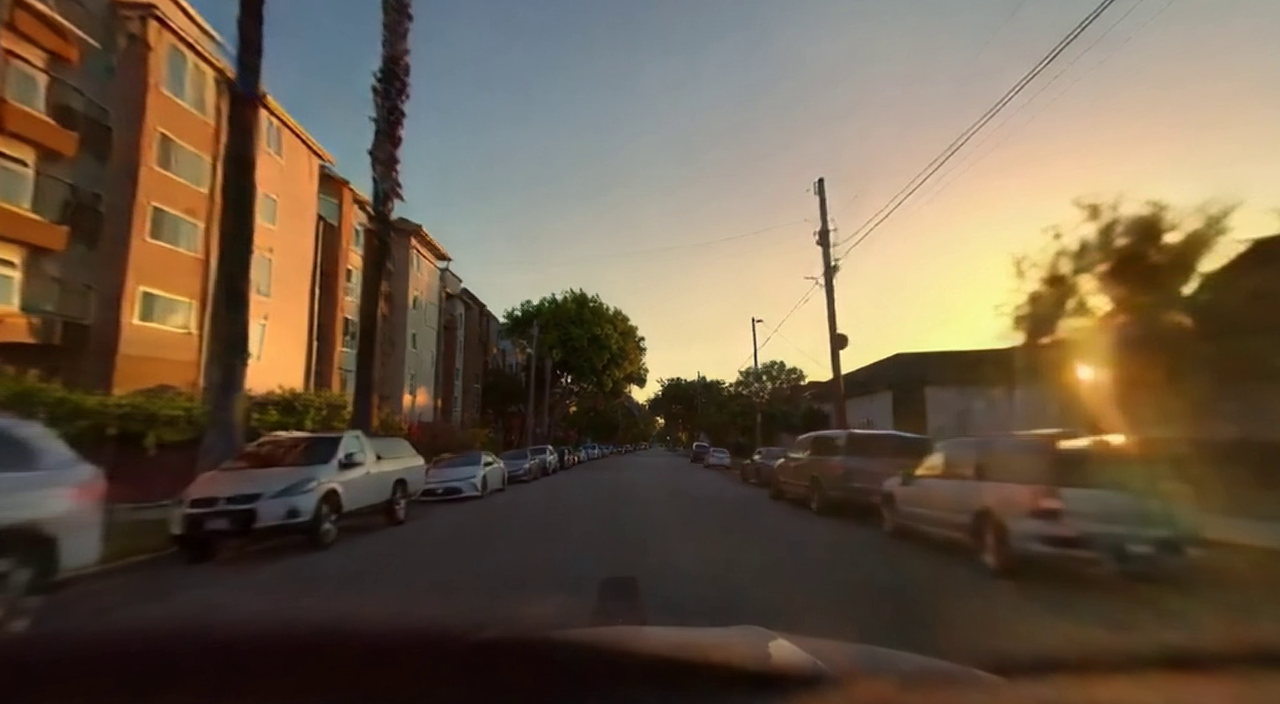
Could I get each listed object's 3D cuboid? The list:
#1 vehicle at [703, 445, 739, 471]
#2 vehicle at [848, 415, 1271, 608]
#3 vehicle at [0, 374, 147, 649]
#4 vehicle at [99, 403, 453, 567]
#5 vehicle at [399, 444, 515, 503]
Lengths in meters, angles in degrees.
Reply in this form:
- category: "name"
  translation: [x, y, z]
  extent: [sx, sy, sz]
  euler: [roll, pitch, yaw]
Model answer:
- category: "vehicle"
  translation: [5.219, 6.908, 41.415]
  extent: [1.991, 1.525, 5.203]
  euler: [0, -9, 3]
- category: "vehicle"
  translation: [4.630, 1.815, 8.231]
  extent: [2.220, 1.738, 4.800]
  euler: [0, -9, 1]
- category: "vehicle"
  translation: [-5.466, 0.951, 3.303]
  extent: [2.087, 1.896, 4.554]
  euler: [0, -8, -1]
- category: "vehicle"
  translation: [-5.351, 2.084, 10.843]
  extent: [2.227, 1.967, 6.220]
  euler: [0, -9, 2]
- category: "vehicle"
  translation: [-5.290, 3.557, 18.976]
  extent: [2.031, 1.505, 4.540]
  euler: [0, -9, 1]
